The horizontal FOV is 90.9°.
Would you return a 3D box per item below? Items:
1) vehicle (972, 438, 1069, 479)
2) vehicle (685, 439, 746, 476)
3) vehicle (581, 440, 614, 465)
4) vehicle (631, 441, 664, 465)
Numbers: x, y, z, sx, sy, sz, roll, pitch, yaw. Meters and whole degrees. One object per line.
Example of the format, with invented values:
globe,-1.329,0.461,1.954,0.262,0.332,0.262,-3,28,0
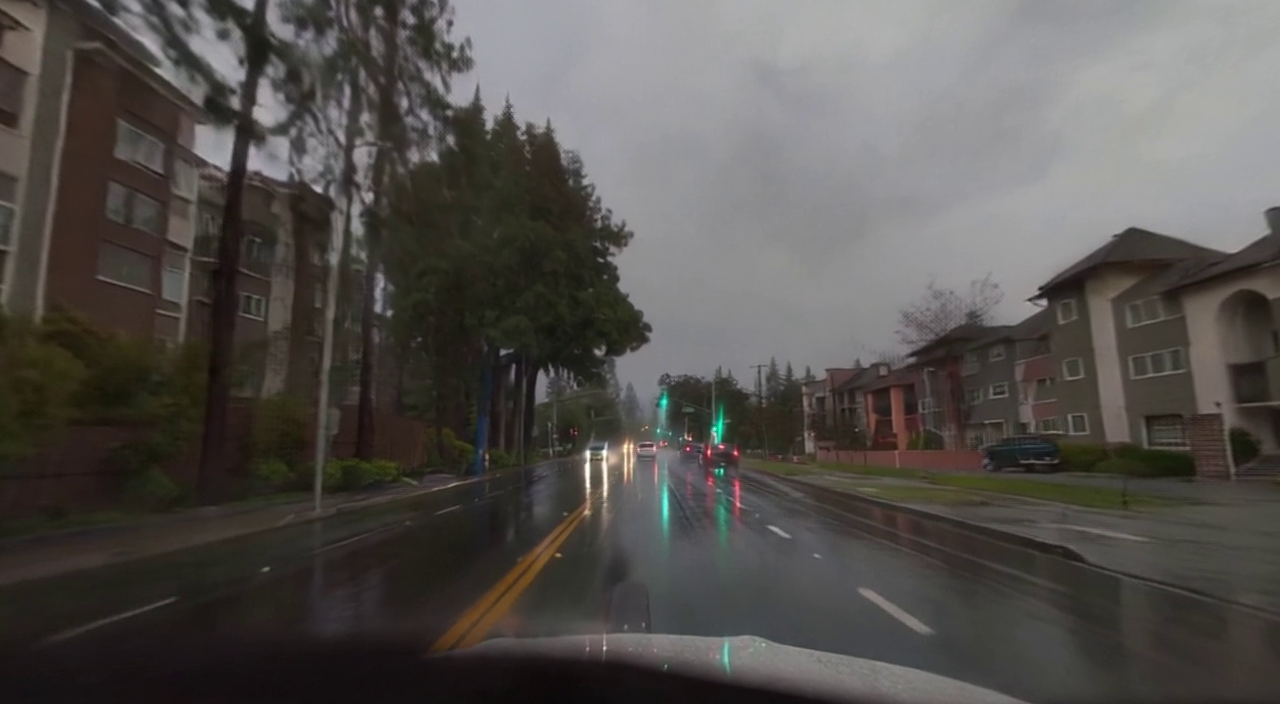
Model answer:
vehicle,17.983,5.035,30.005,1.831,1.778,3.787,1,-9,-8
vehicle,3.249,4.662,28.063,2.078,1.488,4.741,0,-9,-1
vehicle,-2.856,6.860,43.003,1.954,1.618,4.050,0,-9,1
vehicle,0.433,6.723,42.085,2.097,1.463,4.043,0,-9,-1
